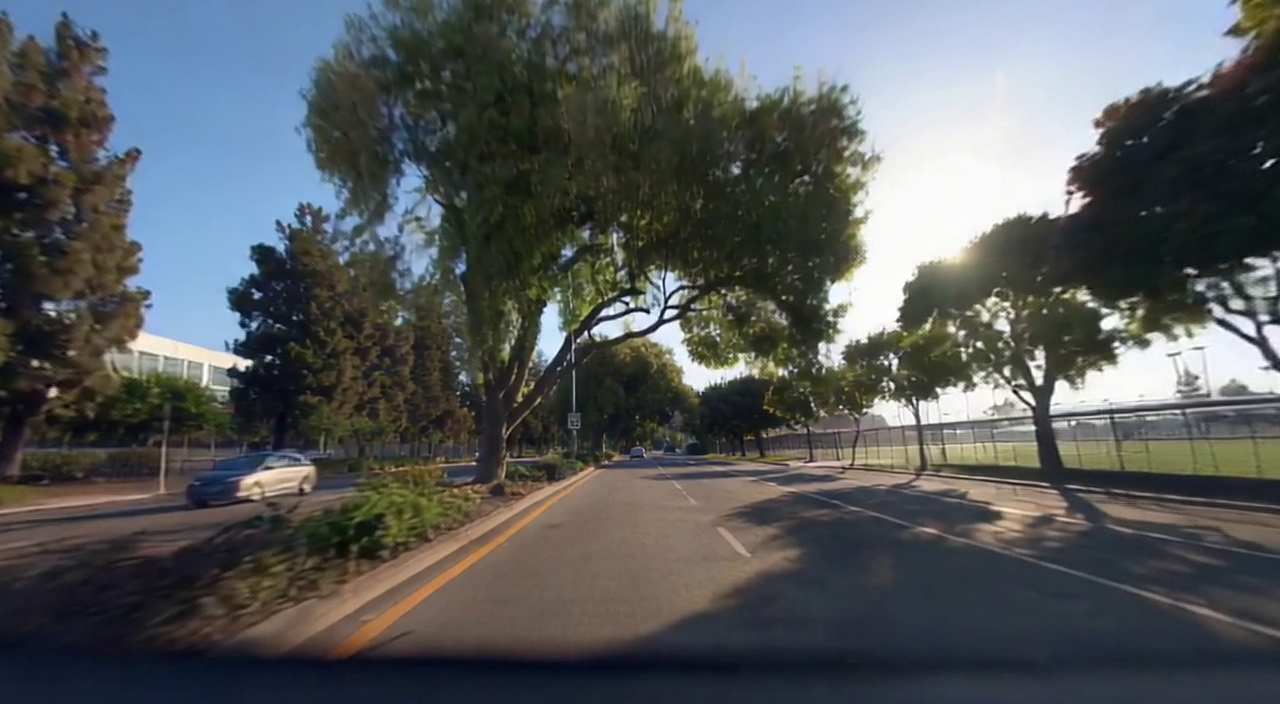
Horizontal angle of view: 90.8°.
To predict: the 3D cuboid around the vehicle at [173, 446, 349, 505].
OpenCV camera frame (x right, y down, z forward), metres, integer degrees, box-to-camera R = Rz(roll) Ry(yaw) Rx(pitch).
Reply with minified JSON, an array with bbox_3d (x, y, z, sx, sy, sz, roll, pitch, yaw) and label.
[{"bbox_3d":[-10.815,3.514,18.564,2.173,1.460,4.661,0,-8,2],"label":"vehicle"}]
